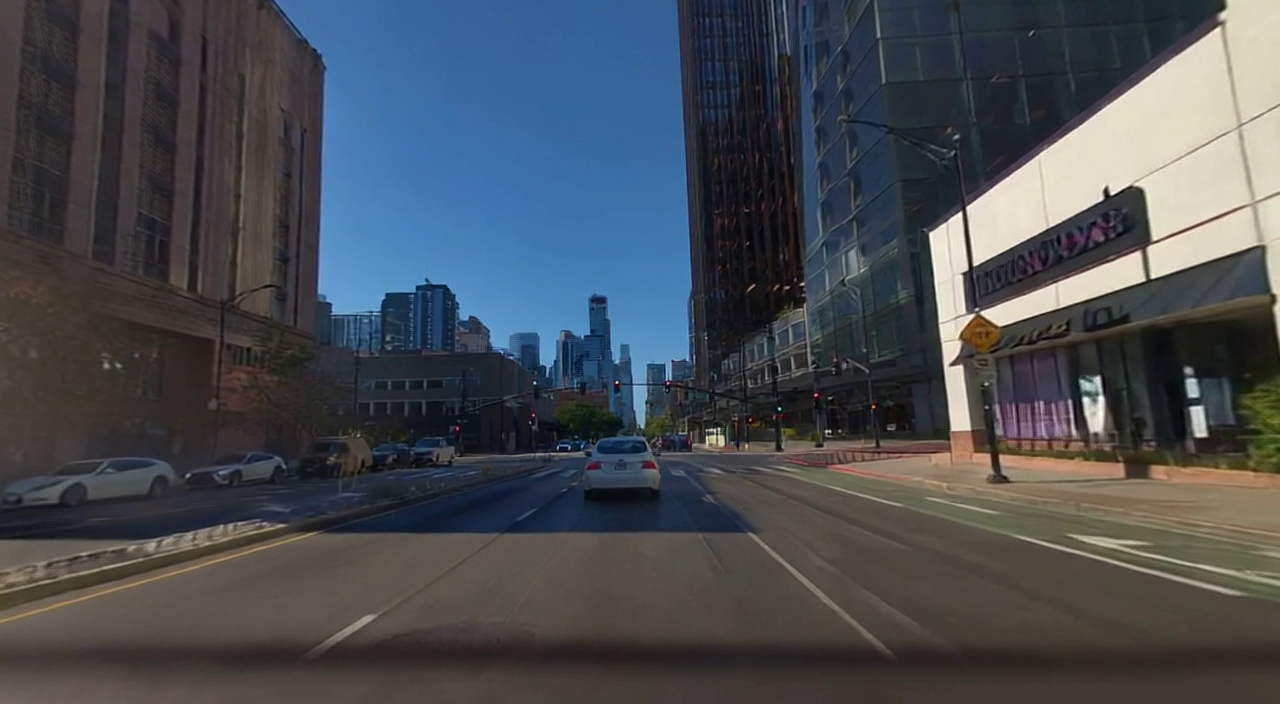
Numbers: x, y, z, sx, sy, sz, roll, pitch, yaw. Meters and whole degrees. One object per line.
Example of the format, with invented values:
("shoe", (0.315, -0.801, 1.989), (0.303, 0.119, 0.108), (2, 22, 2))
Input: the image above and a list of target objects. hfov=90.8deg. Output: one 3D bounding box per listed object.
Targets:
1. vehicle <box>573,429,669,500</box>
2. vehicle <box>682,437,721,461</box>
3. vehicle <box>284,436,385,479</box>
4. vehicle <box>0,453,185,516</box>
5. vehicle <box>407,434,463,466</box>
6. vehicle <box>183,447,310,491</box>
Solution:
("vehicle", (-0.397, 2.695, 15.440), (2.045, 1.510, 3.690), (0, -9, 0))
("vehicle", (3.848, 6.169, 40.187), (2.122, 1.454, 4.271), (0, -9, 1))
("vehicle", (-15.426, 5.355, 32.392), (2.250, 1.981, 5.861), (0, -9, 0))
("vehicle", (-15.659, 3.603, 17.796), (1.931, 1.455, 5.023), (0, -9, 0))
("vehicle", (-15.077, 7.266, 46.841), (2.285, 2.196, 5.163), (0, -9, 1))
("vehicle", (-15.591, 4.615, 25.389), (2.131, 1.560, 4.563), (-1, -9, 1))
